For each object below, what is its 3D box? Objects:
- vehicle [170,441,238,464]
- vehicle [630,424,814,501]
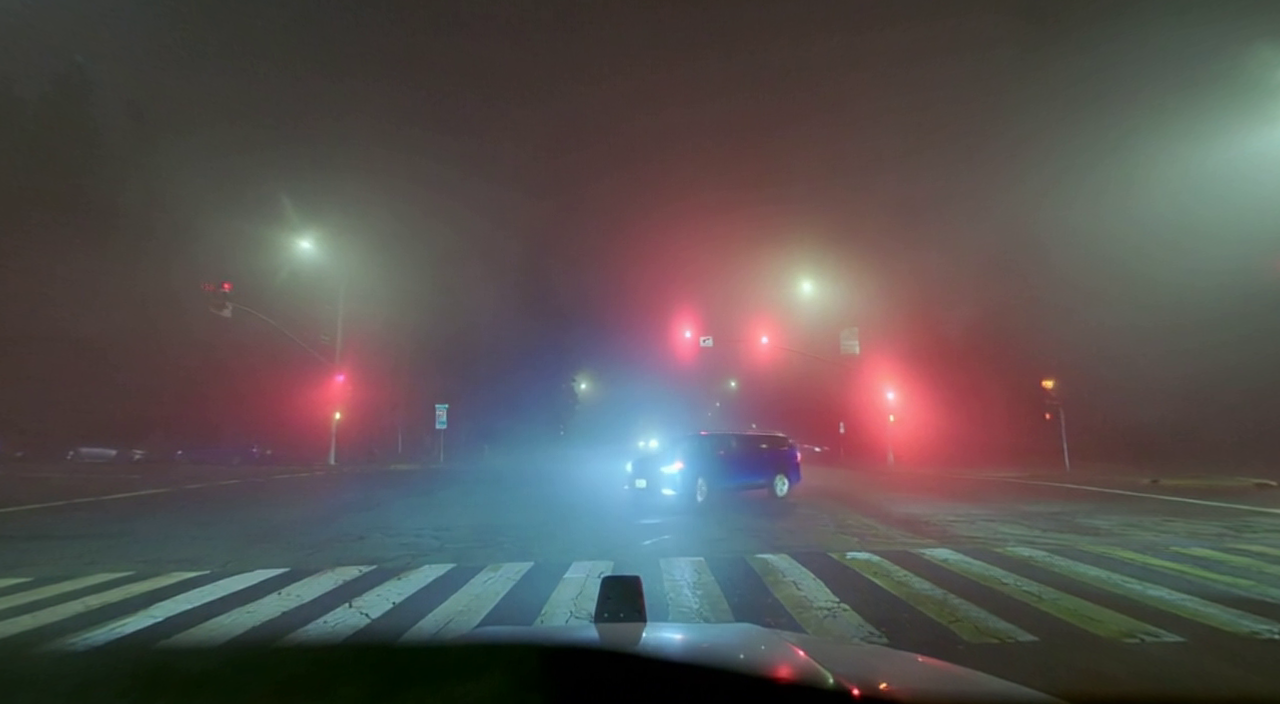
[{"bbox_3d":[-29.114,6.698,42.045,1.696,1.431,3.686,-1,-8,3],"label":"vehicle"},{"bbox_3d":[2.231,2.898,16.866,4.580,1.768,2.134,5,-10,-32],"label":"vehicle"}]
